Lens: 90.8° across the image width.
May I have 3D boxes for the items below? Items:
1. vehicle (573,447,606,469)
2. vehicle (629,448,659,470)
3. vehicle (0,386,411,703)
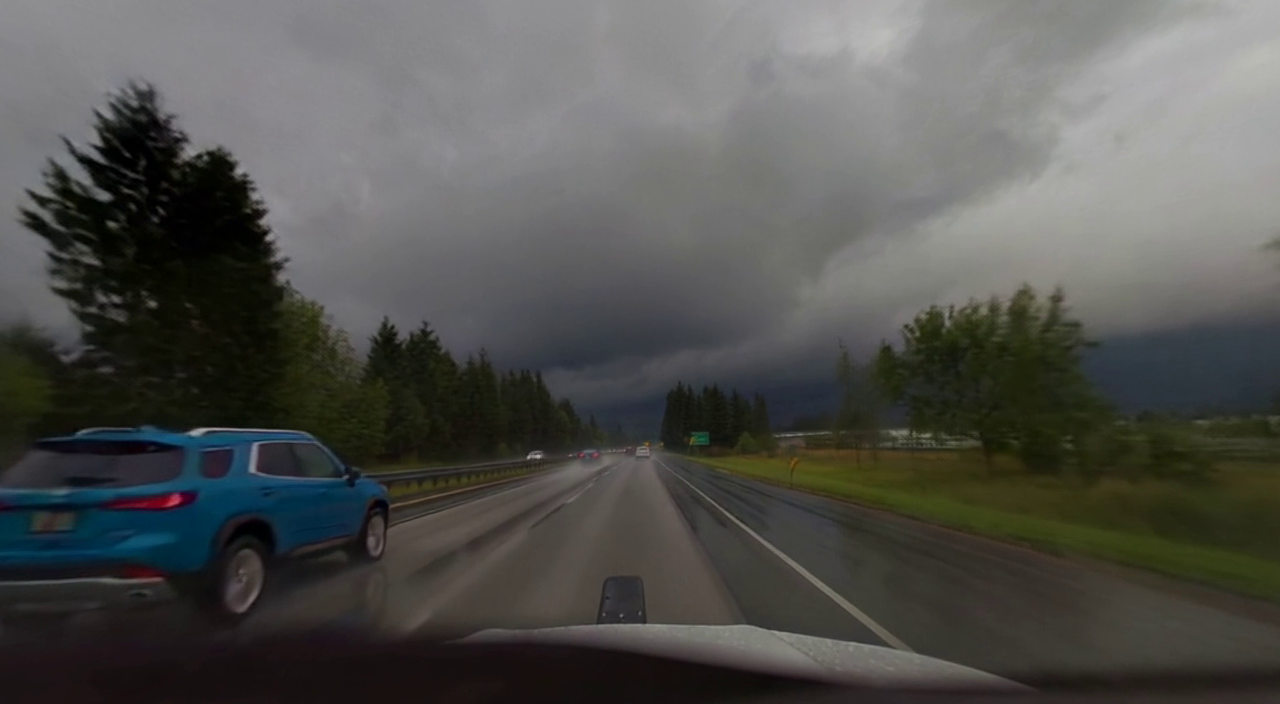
[{"bbox_3d":[-3.911,8.296,49.752,2.182,1.629,4.263,0,-9,1],"label":"vehicle"},{"bbox_3d":[0.269,7.658,45.234,2.046,1.452,4.407,0,-9,0],"label":"vehicle"},{"bbox_3d":[-3.829,1.326,5.440,2.100,1.667,4.223,0,-9,0],"label":"vehicle"}]
